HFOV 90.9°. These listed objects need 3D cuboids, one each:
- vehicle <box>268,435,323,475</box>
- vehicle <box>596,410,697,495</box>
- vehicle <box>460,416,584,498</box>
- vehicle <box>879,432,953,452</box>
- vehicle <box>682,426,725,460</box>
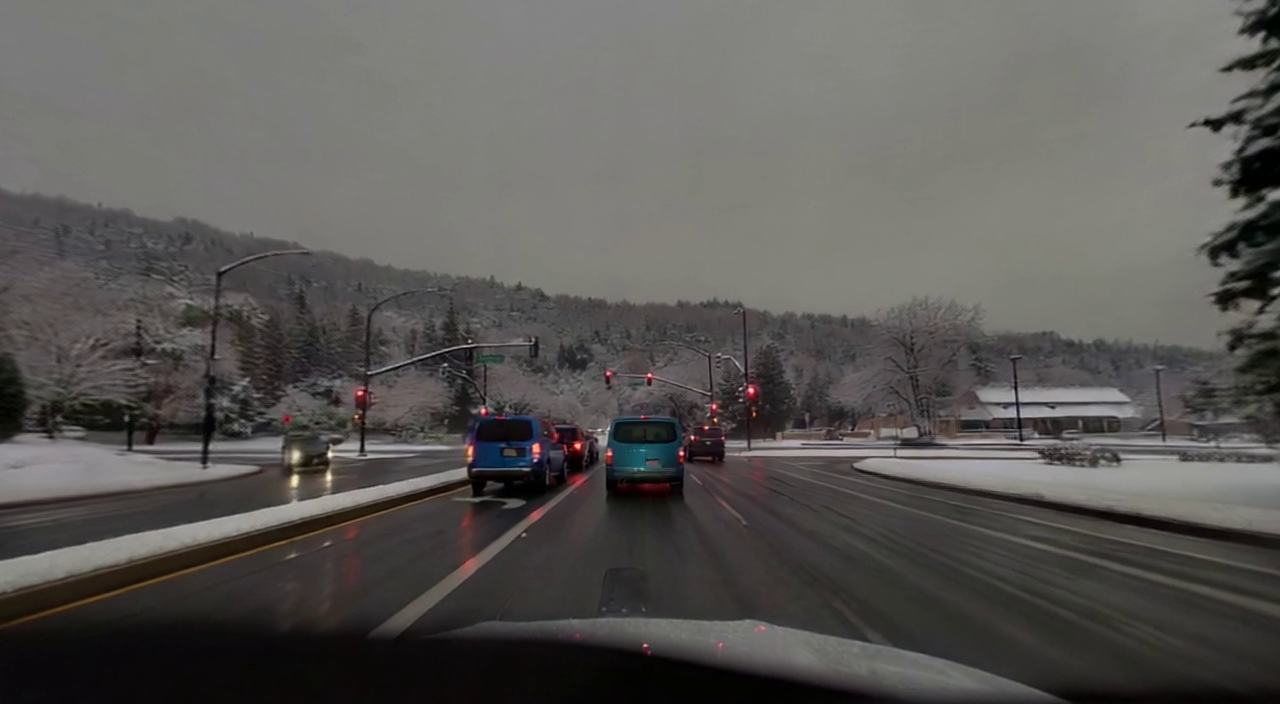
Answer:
[{"bbox_3d":[-16.475,4.884,30.168,2.053,1.754,4.717,4,-9,-28],"label":"vehicle"},{"bbox_3d":[0.191,2.514,15.966,2.185,1.822,4.391,0,-8,2],"label":"vehicle"},{"bbox_3d":[-2.783,2.640,16.116,2.131,1.783,4.540,0,-8,2],"label":"vehicle"},{"bbox_3d":[21.605,7.064,49.451,4.914,1.470,1.803,0,-8,2],"label":"vehicle"},{"bbox_3d":[3.247,4.736,32.818,1.817,1.662,3.843,0,-8,-1],"label":"vehicle"}]
